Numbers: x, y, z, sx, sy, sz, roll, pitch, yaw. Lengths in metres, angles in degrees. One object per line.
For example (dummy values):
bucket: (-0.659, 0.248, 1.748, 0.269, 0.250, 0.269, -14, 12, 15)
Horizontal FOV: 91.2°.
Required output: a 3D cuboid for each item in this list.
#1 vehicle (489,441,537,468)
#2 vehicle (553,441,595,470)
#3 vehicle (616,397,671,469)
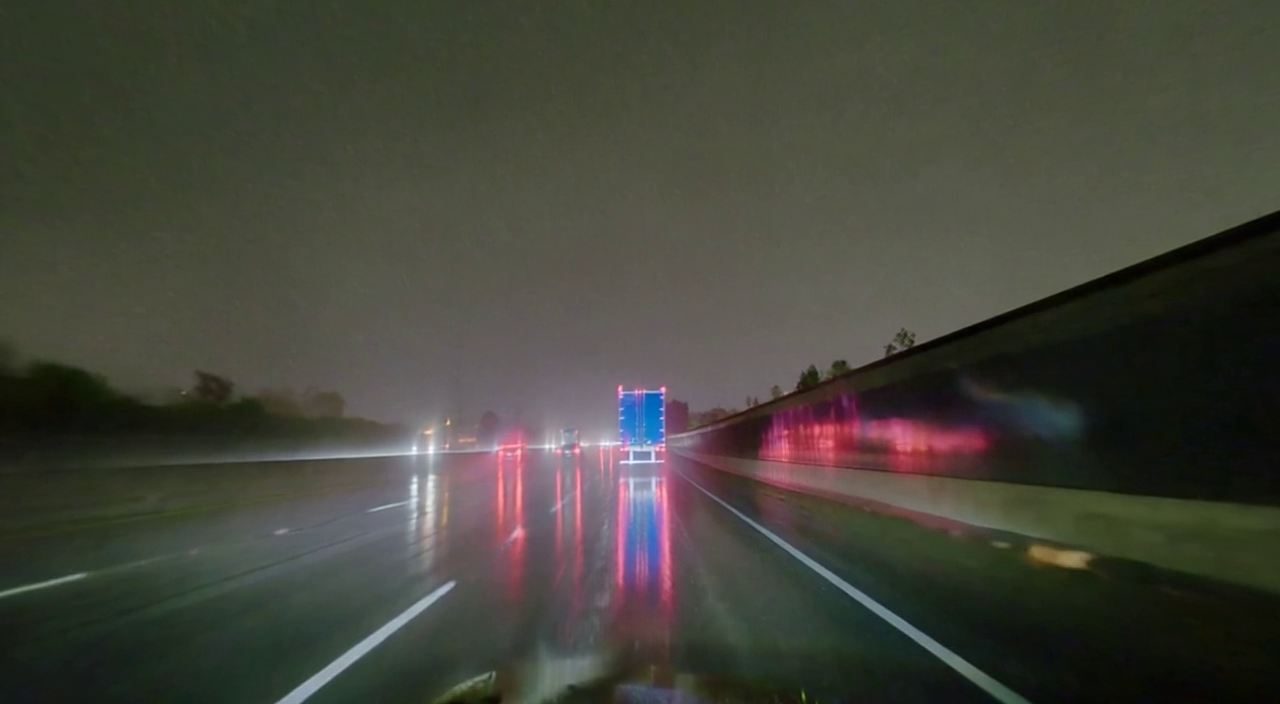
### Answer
vehicle: (-7.781, 6.347, 38.909, 1.968, 1.507, 4.673, 0, -9, 0)
vehicle: (-3.722, 5.932, 36.083, 2.006, 1.572, 4.082, 0, -9, 0)
vehicle: (0.168, 5.498, 41.387, 3.123, 4.094, 10.812, 0, -9, 0)
